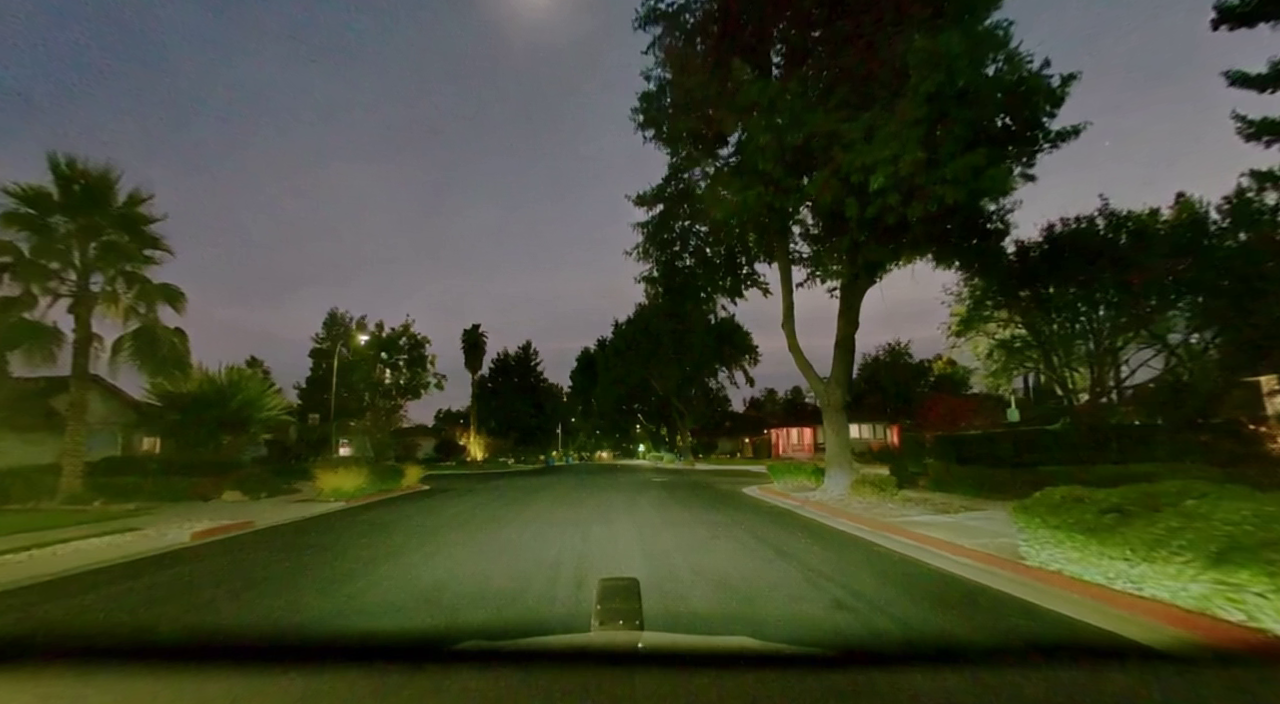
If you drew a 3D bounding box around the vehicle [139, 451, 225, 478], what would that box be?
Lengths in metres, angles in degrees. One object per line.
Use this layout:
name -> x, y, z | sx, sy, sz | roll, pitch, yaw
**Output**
vehicle -> -30.189, 7.477, 41.764 | 4.023, 1.692, 2.024 | 0, -11, -2
